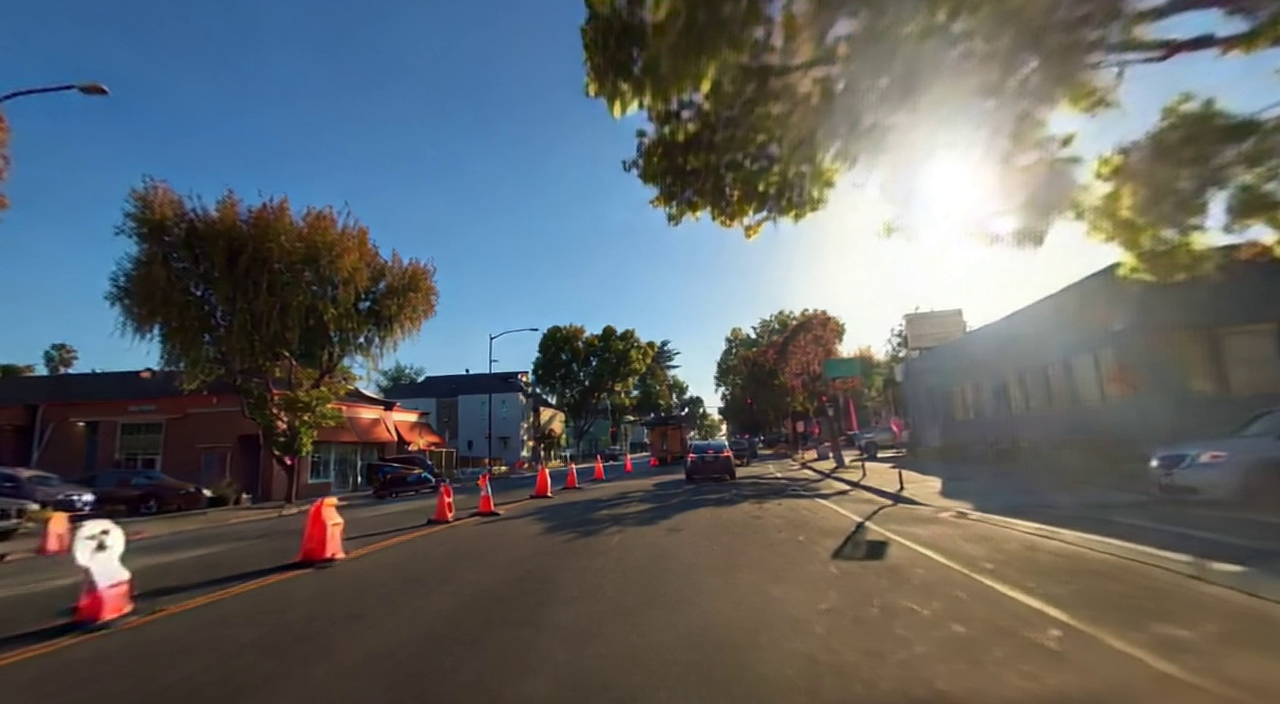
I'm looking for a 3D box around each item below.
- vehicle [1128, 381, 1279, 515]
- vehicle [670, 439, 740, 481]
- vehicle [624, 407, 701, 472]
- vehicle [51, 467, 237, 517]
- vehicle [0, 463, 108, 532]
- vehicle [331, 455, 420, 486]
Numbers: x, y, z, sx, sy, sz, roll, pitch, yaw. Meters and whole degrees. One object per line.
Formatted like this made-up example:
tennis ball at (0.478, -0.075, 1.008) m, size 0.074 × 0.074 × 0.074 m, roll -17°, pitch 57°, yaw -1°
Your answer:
vehicle at (11.326, 1.525, 10.180) m, size 4.859 × 1.914 × 2.333 m, roll 0°, pitch -8°, yaw 2°
vehicle at (2.463, 4.215, 24.998) m, size 2.159 × 1.506 × 4.086 m, roll 0°, pitch -8°, yaw -2°
vehicle at (1.717, 5.400, 38.615) m, size 2.977 × 3.271 × 12.748 m, roll -2°, pitch -8°, yaw 10°
vehicle at (-17.117, 4.811, 21.934) m, size 4.952 × 1.510 × 2.115 m, roll -1°, pitch -9°, yaw 8°
vehicle at (-18.162, 4.136, 18.065) m, size 4.298 × 1.752 × 1.954 m, roll -2°, pitch -9°, yaw 7°
vehicle at (-15.446, 6.916, 37.011) m, size 4.397 × 1.698 × 1.932 m, roll -1°, pitch -9°, yaw 9°
